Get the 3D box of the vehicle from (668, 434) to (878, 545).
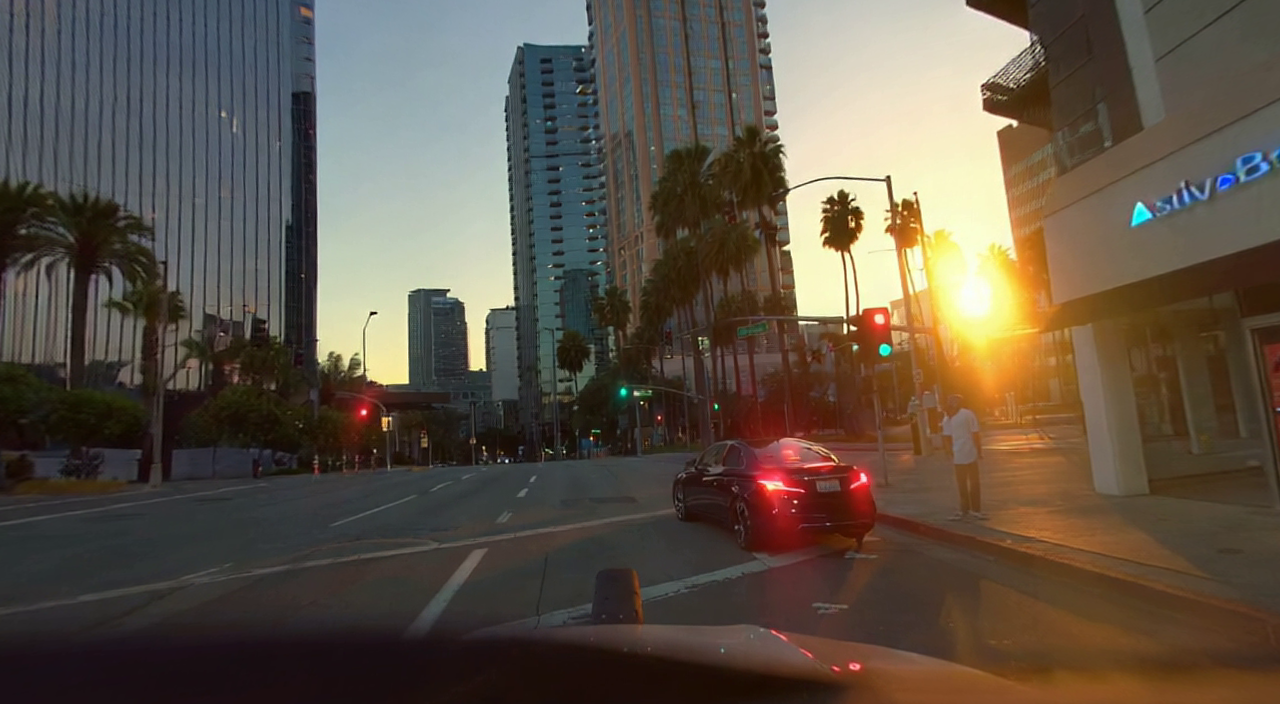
[{"bbox_3d":[1.925,2.196,10.934,2.090,1.466,4.676,1,-8,-7],"label":"vehicle"}]
